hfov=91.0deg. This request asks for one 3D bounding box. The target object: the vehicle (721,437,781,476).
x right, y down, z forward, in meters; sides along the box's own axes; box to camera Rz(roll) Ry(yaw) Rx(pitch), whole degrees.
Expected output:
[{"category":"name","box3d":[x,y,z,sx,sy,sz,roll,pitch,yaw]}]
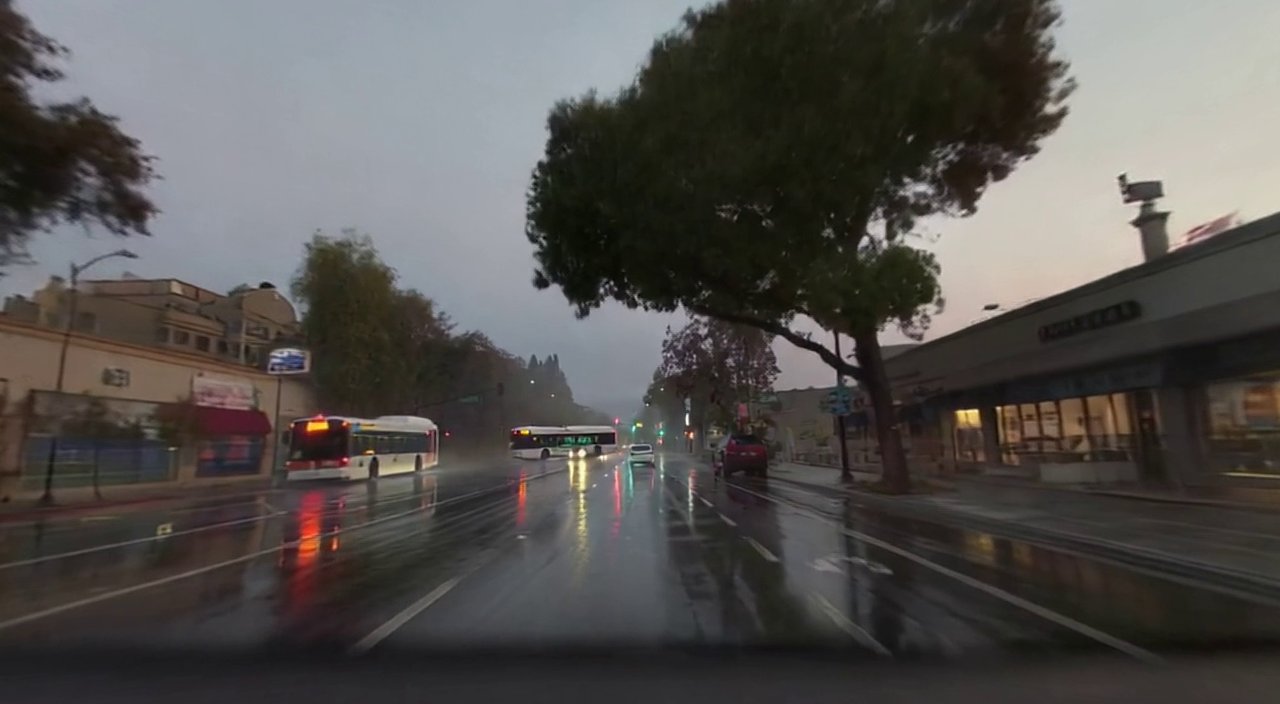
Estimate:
[{"category":"vehicle","box3d":[5.162,4.944,29.964,2.014,1.681,4.332,0,-9,-1]}]

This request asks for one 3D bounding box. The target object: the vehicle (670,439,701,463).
[{"category":"vehicle","box3d":[3.337,7.421,47.075,2.222,1.688,3.952,0,-9,3]}]

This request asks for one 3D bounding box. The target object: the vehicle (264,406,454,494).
[{"category":"vehicle","box3d":[-12.628,4.682,30.420,3.356,3.365,12.460,0,-9,1]}]

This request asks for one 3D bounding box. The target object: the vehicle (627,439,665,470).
[{"category":"vehicle","box3d":[0.310,6.131,37.866,2.089,1.699,4.650,1,-9,-1]}]
